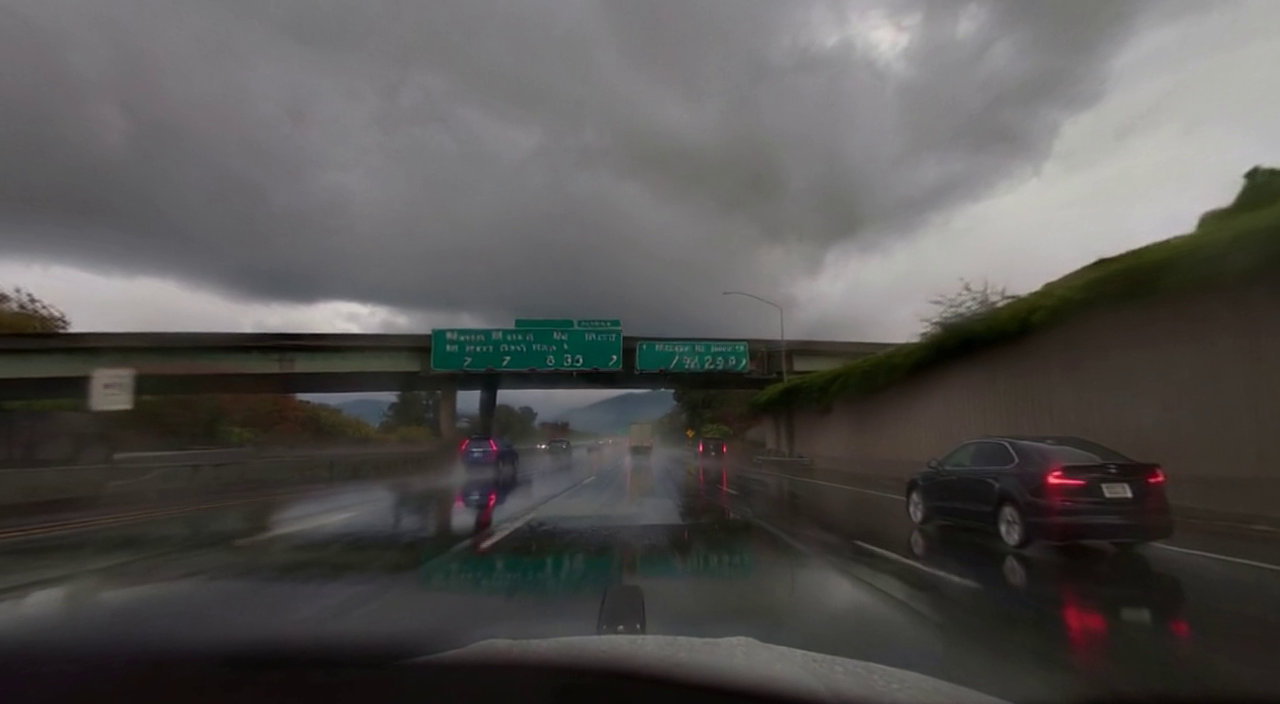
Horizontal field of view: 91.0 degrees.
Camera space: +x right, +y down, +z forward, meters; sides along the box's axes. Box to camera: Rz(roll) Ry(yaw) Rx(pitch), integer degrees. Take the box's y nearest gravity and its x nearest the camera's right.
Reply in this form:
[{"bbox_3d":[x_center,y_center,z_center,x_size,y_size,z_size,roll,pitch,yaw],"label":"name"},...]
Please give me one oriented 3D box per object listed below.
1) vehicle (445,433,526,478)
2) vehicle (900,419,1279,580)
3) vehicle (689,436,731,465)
[{"bbox_3d":[-6.523,4.440,27.243,2.179,1.753,4.999,0,-9,0],"label":"vehicle"},{"bbox_3d":[5.519,1.747,8.319,2.075,1.510,4.569,0,-9,-2],"label":"vehicle"},{"bbox_3d":[4.784,6.848,43.911,2.220,1.898,4.752,0,-9,-2],"label":"vehicle"}]
